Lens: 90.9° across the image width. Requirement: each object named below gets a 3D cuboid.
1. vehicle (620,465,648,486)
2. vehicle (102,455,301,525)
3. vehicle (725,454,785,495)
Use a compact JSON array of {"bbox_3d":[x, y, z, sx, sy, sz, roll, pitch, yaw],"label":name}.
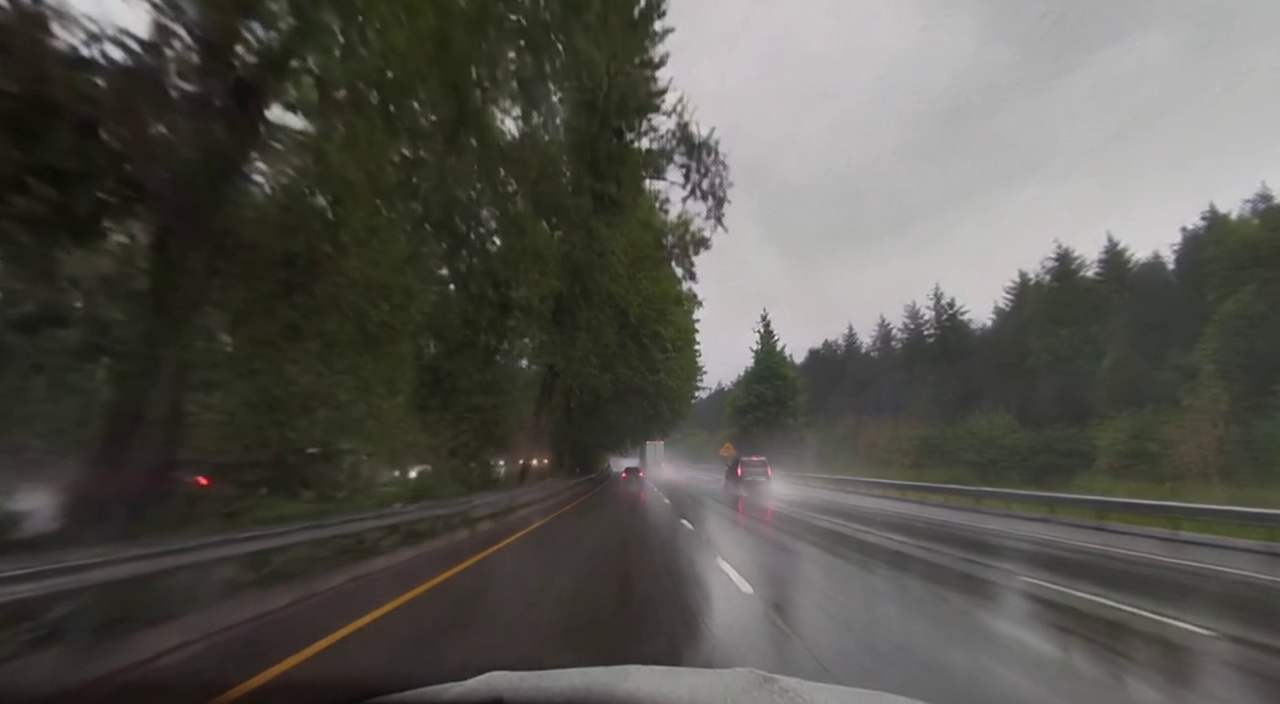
[{"bbox_3d":[-0.438,9.244,47.245,1.987,1.467,3.903,1,-10,-1],"label":"vehicle"},{"bbox_3d":[-11.805,3.751,17.516,1.952,1.618,4.859,1,-10,1],"label":"vehicle"},{"bbox_3d":[5.538,5.965,30.870,1.998,1.776,4.663,1,-10,-1],"label":"vehicle"}]
